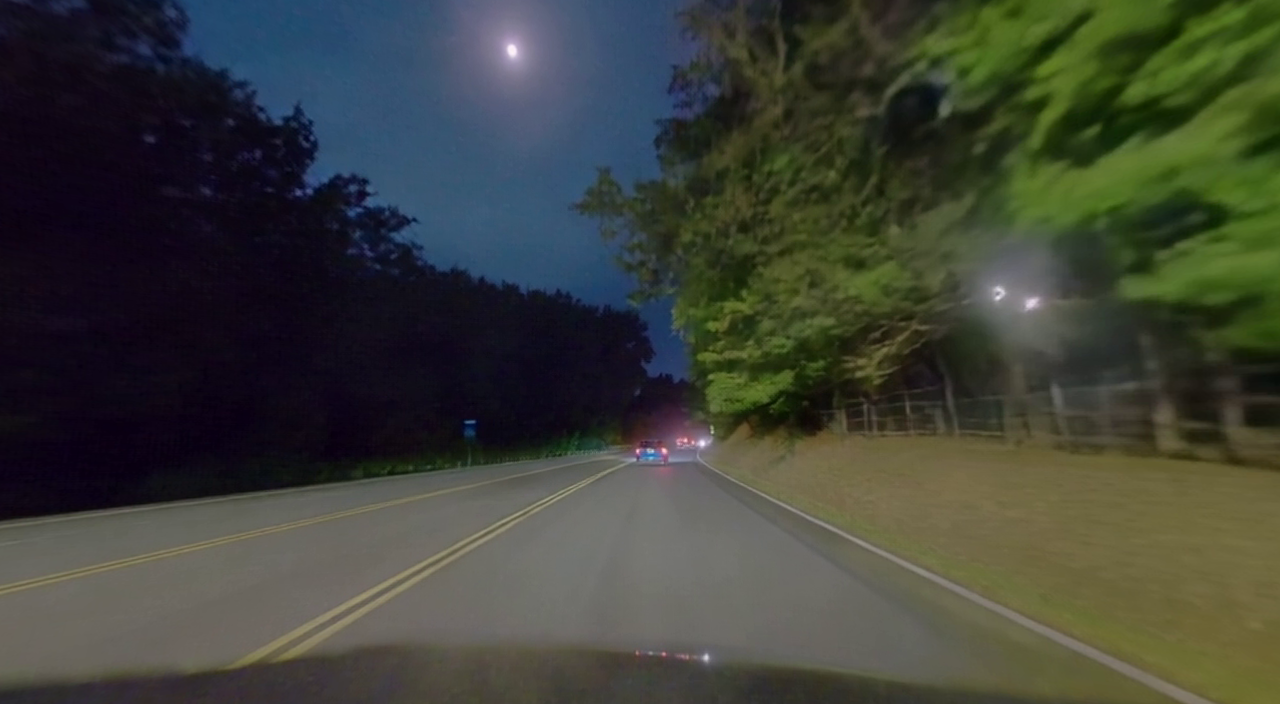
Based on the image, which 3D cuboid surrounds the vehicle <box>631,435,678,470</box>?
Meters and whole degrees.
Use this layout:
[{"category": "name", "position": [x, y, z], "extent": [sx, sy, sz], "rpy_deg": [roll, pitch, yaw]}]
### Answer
[{"category": "vehicle", "position": [0.817, 5.263, 33.252], "extent": [2.294, 1.708, 4.110], "rpy_deg": [0, -9, 4]}]
